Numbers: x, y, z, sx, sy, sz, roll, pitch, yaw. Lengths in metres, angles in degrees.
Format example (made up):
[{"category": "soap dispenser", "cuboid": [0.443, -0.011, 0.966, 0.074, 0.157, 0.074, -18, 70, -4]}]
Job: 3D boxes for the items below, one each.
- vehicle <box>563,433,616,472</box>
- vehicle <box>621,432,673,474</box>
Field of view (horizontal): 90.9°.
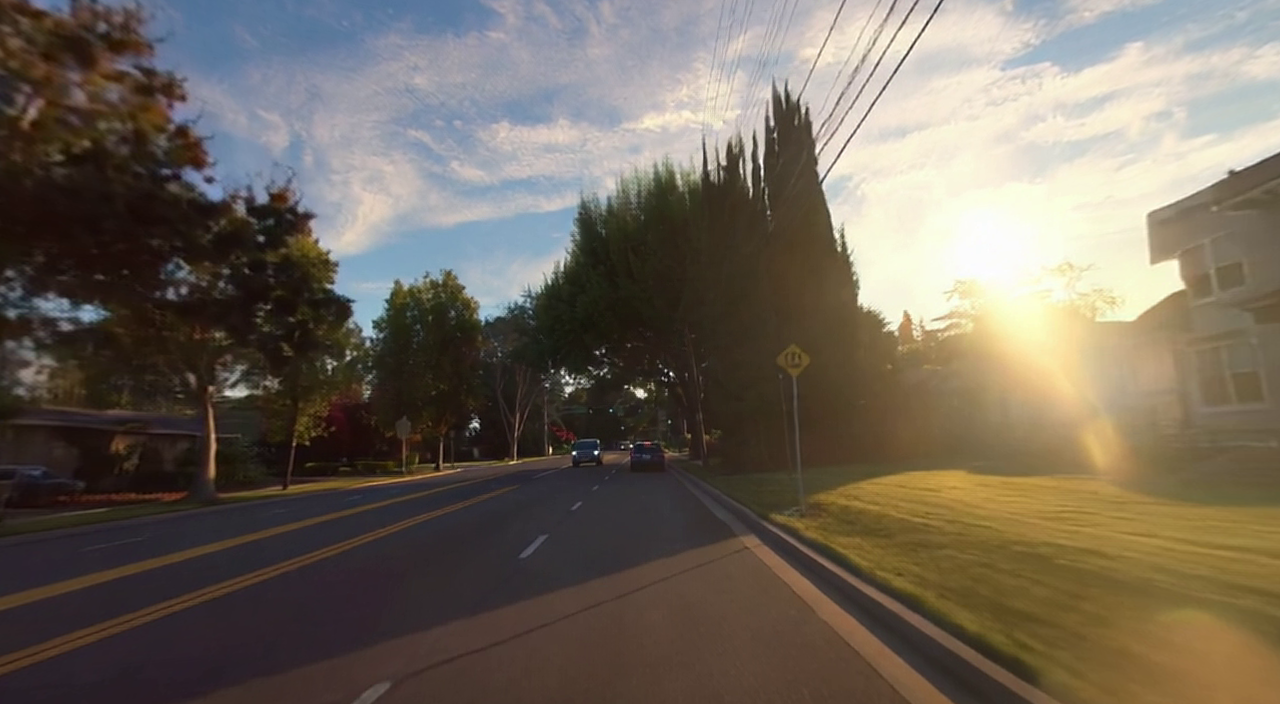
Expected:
[{"category": "vehicle", "cuboid": [-2.407, 4.973, 31.284, 2.157, 1.765, 4.303, 0, -9, 2]}, {"category": "vehicle", "cuboid": [0.280, 4.478, 28.001, 2.120, 1.718, 3.909, 0, -9, 0]}]
